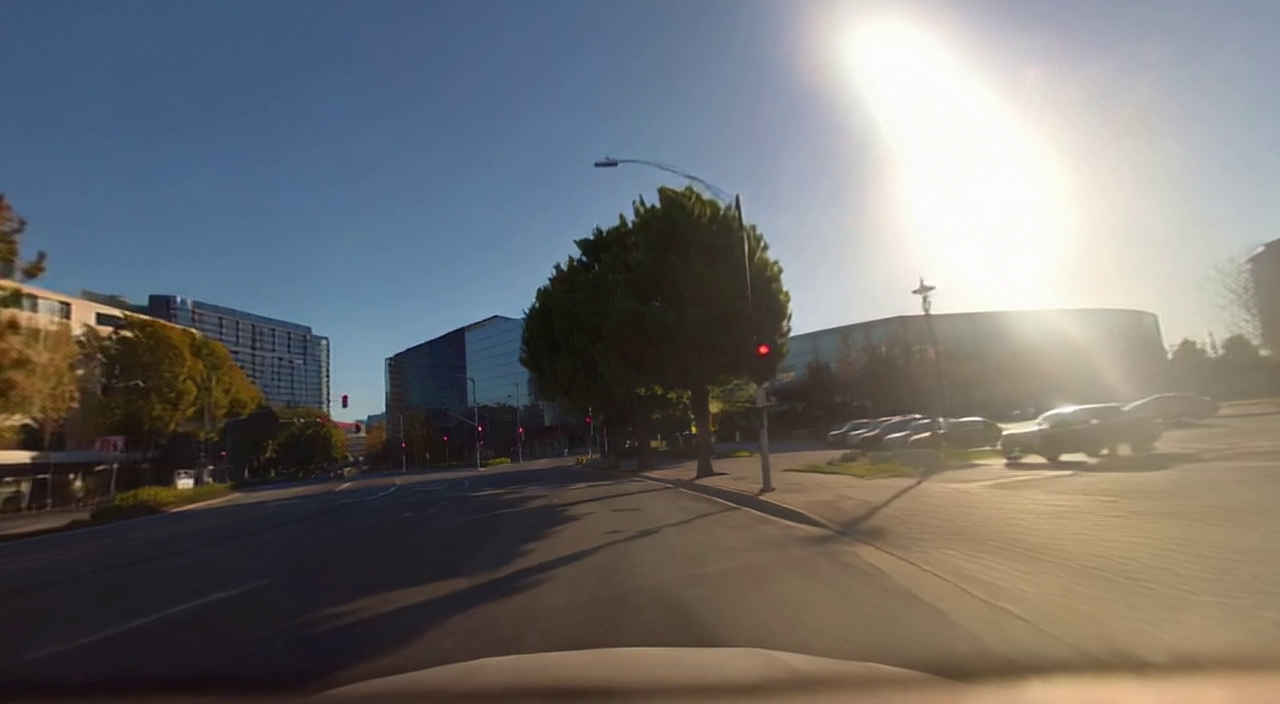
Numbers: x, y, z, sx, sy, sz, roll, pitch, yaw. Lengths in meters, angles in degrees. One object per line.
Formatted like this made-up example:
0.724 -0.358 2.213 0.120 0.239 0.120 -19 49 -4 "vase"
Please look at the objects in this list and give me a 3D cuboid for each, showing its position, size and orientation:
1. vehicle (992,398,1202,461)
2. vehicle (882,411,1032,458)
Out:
12.341 2.145 17.239 4.332 1.581 2.028 1 -9 -9 "vehicle"
11.269 2.966 22.573 4.400 1.584 1.964 1 -9 -11 "vehicle"
